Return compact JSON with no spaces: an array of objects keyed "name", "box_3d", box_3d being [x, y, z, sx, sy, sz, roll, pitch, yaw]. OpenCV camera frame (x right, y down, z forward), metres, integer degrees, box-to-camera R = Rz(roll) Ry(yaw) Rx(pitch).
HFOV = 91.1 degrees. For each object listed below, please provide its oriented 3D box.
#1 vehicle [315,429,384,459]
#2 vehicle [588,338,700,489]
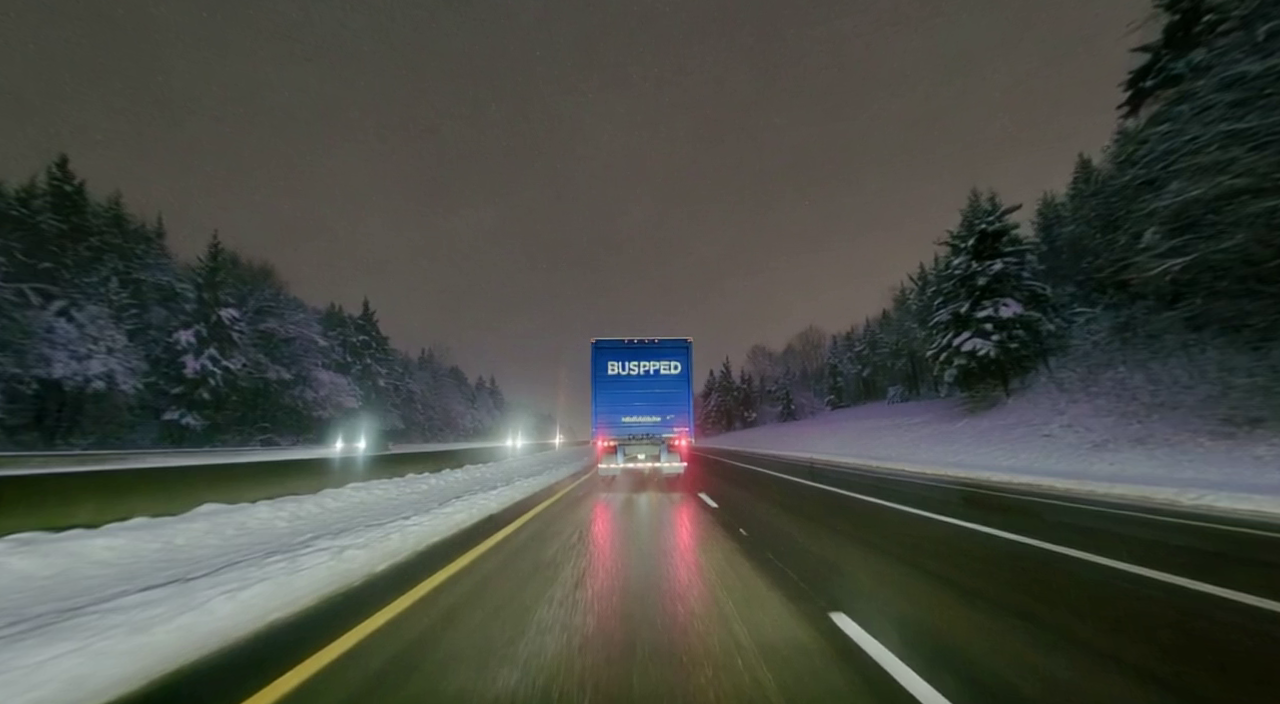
[{"name":"vehicle","box_3d":[-15.722,5.000,34.281,1.795,1.517,4.019,0,-8,1]},{"name":"vehicle","box_3d":[0.113,2.155,20.625,2.870,3.911,8.697,0,-8,0]}]
